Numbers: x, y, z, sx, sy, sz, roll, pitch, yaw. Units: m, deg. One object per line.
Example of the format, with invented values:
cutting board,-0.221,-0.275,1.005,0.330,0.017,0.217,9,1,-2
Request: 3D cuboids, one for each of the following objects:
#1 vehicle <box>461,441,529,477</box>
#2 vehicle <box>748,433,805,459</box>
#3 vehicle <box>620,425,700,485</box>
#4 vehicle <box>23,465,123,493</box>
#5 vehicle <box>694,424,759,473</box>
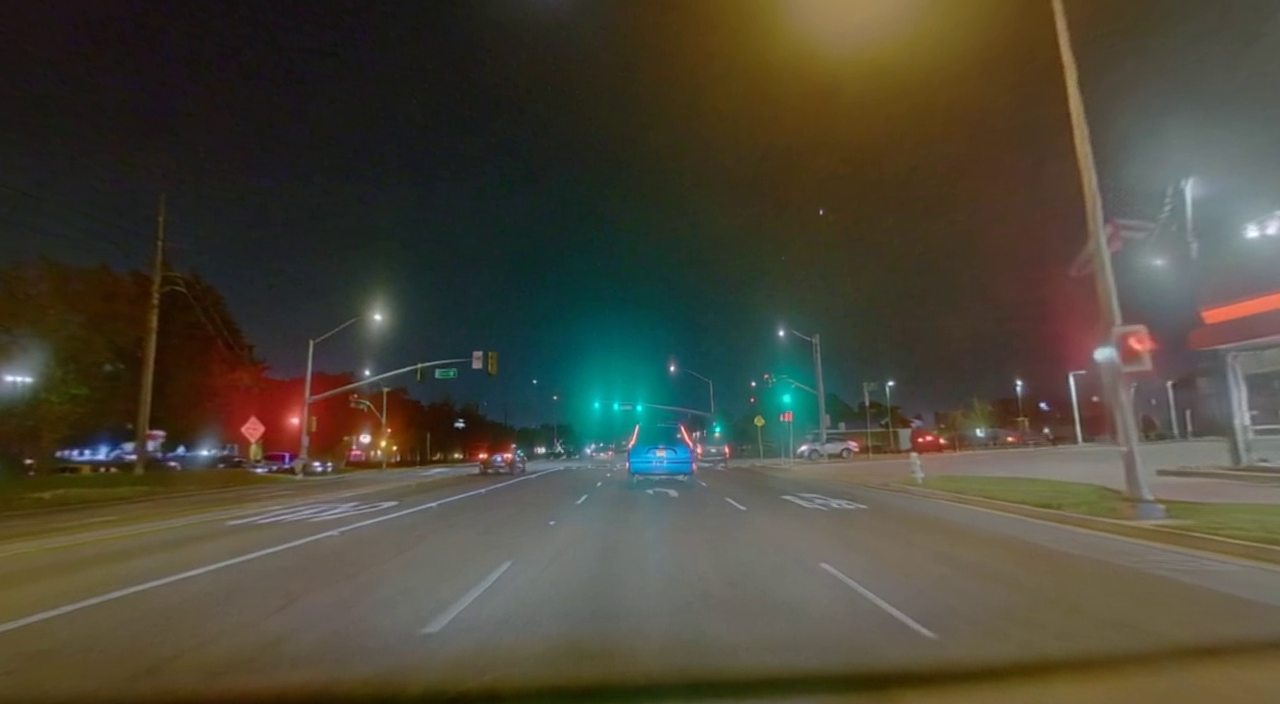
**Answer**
vehicle,-6.454,4.796,28.583,1.966,1.461,4.422,0,-8,1
vehicle,9.981,6.812,45.921,2.228,1.760,4.386,-7,-11,40
vehicle,0.621,3.600,22.327,2.513,1.854,5.235,0,-8,0
vehicle,-34.073,7.600,38.067,1.819,1.433,4.403,0,-8,2
vehicle,4.041,4.671,30.629,2.452,2.148,5.877,0,-8,1
